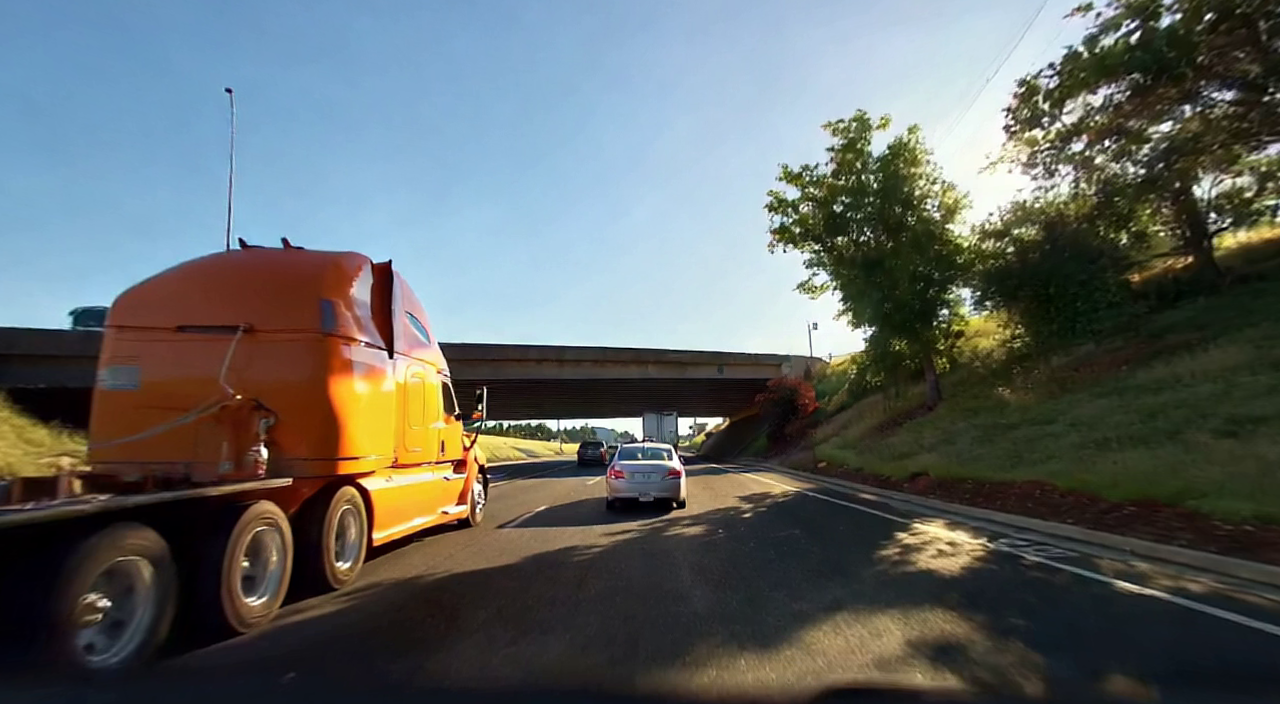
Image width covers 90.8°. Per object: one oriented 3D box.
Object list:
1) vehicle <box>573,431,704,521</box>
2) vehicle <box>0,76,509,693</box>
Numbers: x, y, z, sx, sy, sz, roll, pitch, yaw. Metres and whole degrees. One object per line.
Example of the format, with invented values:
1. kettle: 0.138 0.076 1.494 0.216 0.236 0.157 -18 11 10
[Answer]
1. vehicle: -0.035 2.421 12.842 2.215 1.481 4.246 0 -9 0
2. vehicle: -4.093 0.687 7.752 3.019 3.584 8.205 -1 -9 1
